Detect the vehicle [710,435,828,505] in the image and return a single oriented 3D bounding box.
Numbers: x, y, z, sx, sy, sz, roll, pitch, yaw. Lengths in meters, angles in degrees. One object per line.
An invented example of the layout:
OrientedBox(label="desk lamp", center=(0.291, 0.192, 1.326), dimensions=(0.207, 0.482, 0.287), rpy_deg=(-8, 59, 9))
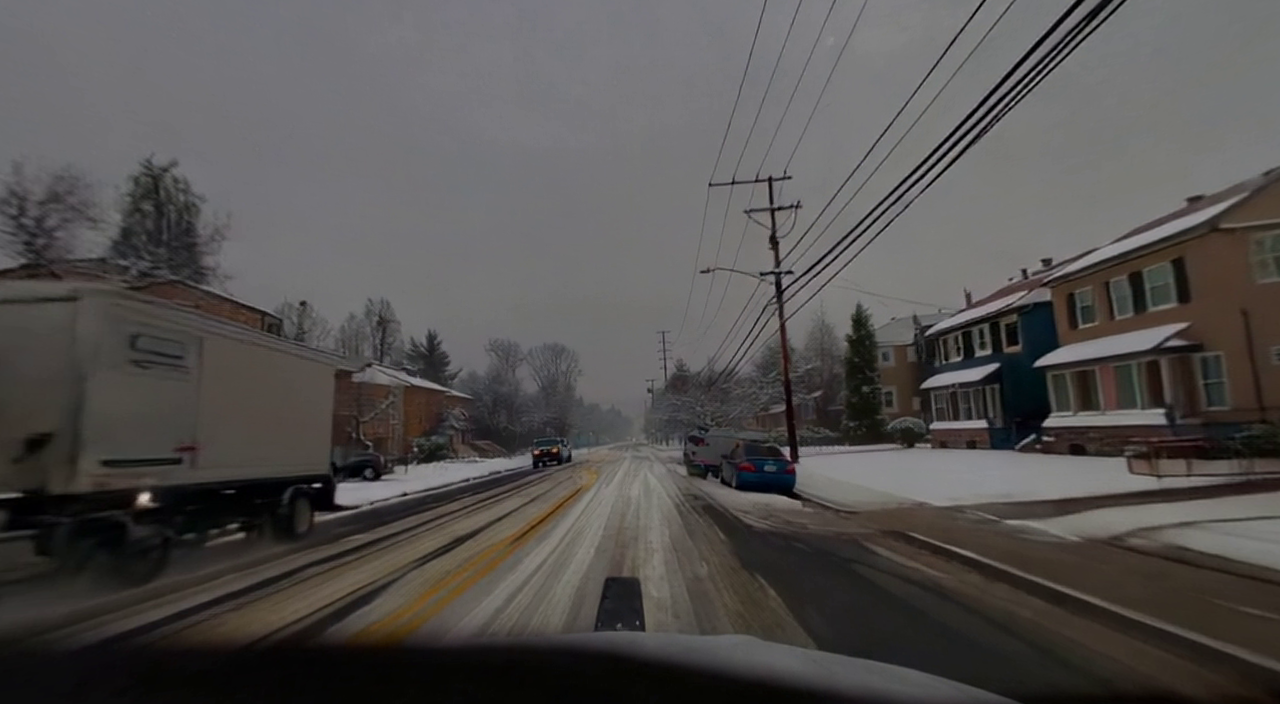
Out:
OrientedBox(label="vehicle", center=(3.021, 2.872, 15.984), dimensions=(1.890, 1.463, 4.952), rpy_deg=(0, -8, -1))

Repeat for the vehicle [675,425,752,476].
OrientedBox(label="vehicle", center=(3.003, 4.237, 27.451), dimensions=(2.496, 1.895, 6.434), rpy_deg=(0, -8, -1))

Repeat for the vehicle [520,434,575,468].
OrientedBox(label="vehicle", center=(-5.855, 6.352, 40.724), dimensions=(2.427, 1.998, 5.239), rpy_deg=(-1, -8, 4))

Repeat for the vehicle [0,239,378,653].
OrientedBox(label="vehicle", center=(-6.471, 1.087, 7.544), dimensions=(3.197, 3.187, 7.847), rpy_deg=(-3, -7, 2))
